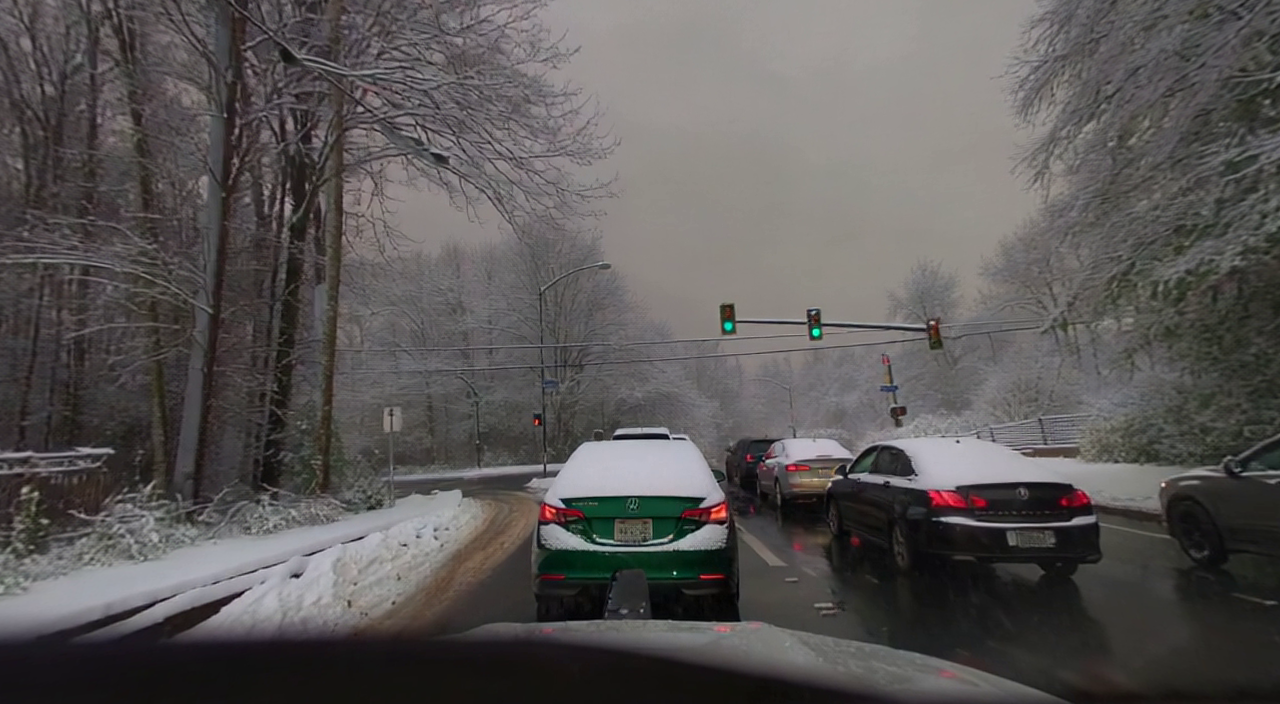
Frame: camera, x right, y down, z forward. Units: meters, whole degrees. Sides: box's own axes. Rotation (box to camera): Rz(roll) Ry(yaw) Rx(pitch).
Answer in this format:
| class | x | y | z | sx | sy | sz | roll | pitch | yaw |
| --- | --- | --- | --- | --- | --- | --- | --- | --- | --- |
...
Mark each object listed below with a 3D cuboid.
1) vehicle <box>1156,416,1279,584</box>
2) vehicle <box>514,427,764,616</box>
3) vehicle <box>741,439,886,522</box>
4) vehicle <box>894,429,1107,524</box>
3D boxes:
| class | x | y | z | sx | sy | sz | roll | pitch | yaw |
| --- | --- | --- | --- | --- | --- | --- | --- | --- | --- |
| vehicle | 6.940 | 1.341 | 5.589 | 1.783 | 1.572 | 3.421 | 0 | -9 | 1 |
| vehicle | 0.009 | 1.684 | 7.114 | 2.015 | 1.502 | 3.898 | 0 | -9 | 1 |
| vehicle | 3.536 | 2.715 | 13.820 | 1.934 | 1.494 | 4.446 | 0 | -9 | 0 |
| vehicle | 7.026 | 2.461 | 12.909 | 1.923 | 1.611 | 4.094 | 0 | -9 | 0 |
